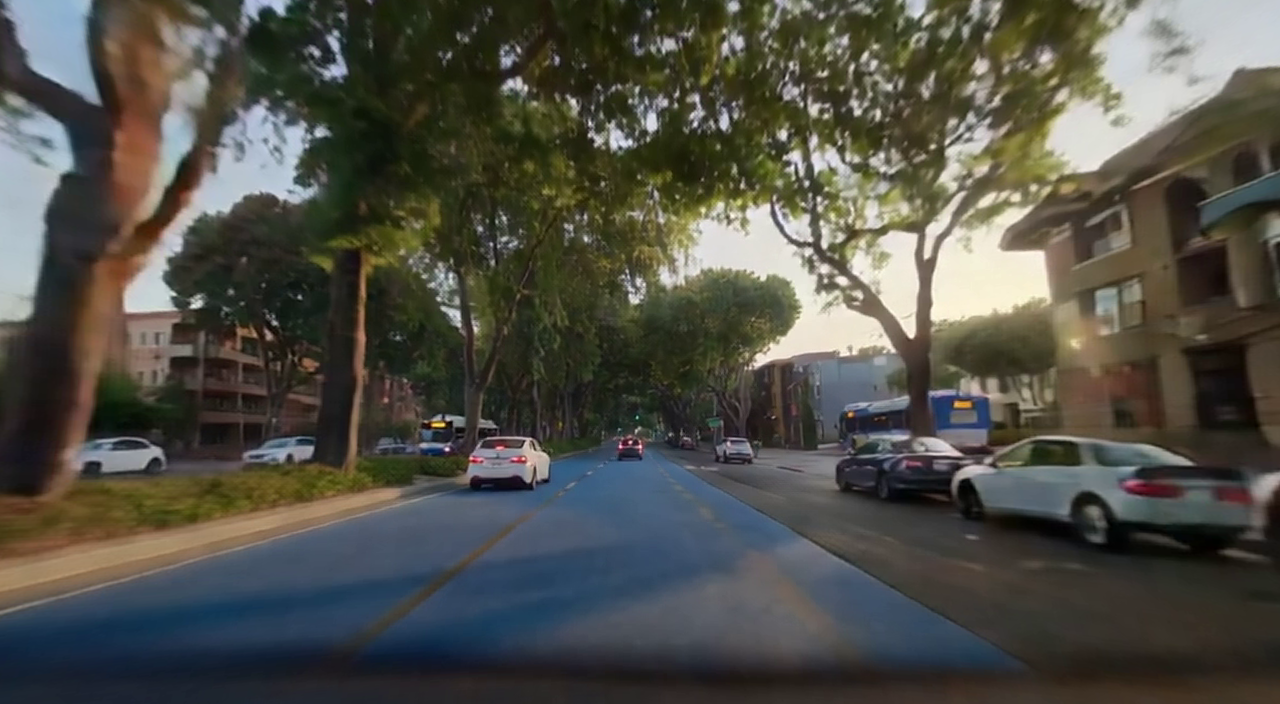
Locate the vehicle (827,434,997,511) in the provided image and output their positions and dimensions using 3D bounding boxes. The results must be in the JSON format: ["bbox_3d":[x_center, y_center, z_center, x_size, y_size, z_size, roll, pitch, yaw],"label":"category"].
[{"bbox_3d":[6.320,2.827,15.342,2.130,1.584,4.181,0,-8,-2],"label":"vehicle"}]

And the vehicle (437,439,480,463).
[{"bbox_3d":[-12.077,6.609,42.223,1.797,1.532,3.869,0,-8,-1],"label":"vehicle"}]

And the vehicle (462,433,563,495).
[{"bbox_3d":[-3.446,3.114,17.981,1.934,1.522,4.287,0,-8,1],"label":"vehicle"}]

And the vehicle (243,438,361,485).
[{"bbox_3d":[-11.692,3.790,22.260,1.804,1.462,4.392,0,-8,-2],"label":"vehicle"}]

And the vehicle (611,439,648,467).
[{"bbox_3d":[-0.554,5.855,36.782,1.999,1.520,3.896,0,-8,1],"label":"vehicle"}]

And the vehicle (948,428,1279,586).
[{"bbox_3d":[6.561,1.930,8.853,2.077,1.596,4.625,0,-8,-1],"label":"vehicle"}]

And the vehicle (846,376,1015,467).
[{"bbox_3d":[17.784,4.705,41.156,3.225,4.571,16.558,-2,-8,0],"label":"vehicle"}]

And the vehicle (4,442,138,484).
[{"bbox_3d":[-21.958,4.268,24.601,1.671,1.474,3.726,0,-8,0],"label":"vehicle"}]

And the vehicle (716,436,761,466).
[{"bbox_3d":[6.451,6.560,42.061,2.206,1.803,5.753,0,-8,1],"label":"vehicle"}]
